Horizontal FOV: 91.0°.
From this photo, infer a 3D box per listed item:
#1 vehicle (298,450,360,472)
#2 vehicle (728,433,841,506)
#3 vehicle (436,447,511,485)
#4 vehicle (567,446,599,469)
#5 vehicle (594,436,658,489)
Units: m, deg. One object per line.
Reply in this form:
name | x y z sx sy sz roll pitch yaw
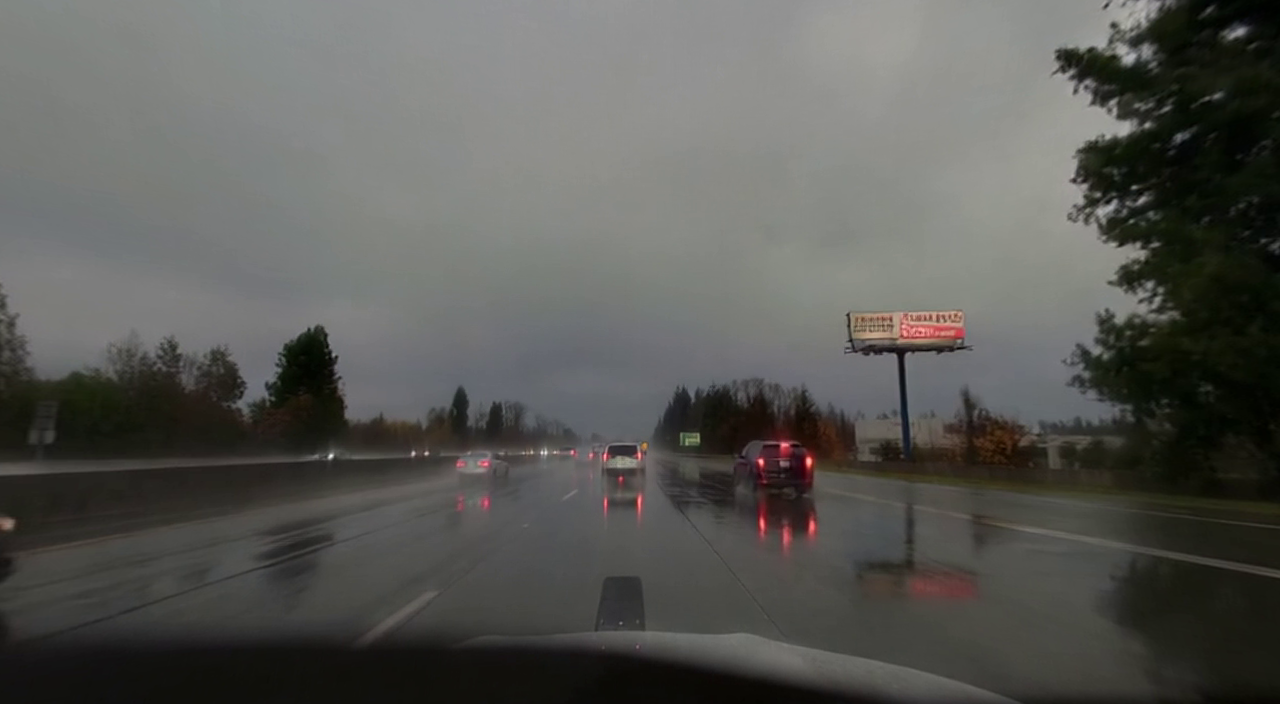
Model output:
vehicle | -22.858 8.011 46.508 2.136 1.504 4.633 0 -9 0
vehicle | 3.773 3.141 17.320 1.925 1.716 4.378 0 -9 -2
vehicle | -7.049 4.876 27.236 1.892 1.468 4.792 0 -9 0
vehicle | -4.032 7.541 45.144 1.889 1.522 4.465 0 -9 -1
vehicle | -0.478 4.069 23.607 2.127 1.749 4.776 0 -9 0
